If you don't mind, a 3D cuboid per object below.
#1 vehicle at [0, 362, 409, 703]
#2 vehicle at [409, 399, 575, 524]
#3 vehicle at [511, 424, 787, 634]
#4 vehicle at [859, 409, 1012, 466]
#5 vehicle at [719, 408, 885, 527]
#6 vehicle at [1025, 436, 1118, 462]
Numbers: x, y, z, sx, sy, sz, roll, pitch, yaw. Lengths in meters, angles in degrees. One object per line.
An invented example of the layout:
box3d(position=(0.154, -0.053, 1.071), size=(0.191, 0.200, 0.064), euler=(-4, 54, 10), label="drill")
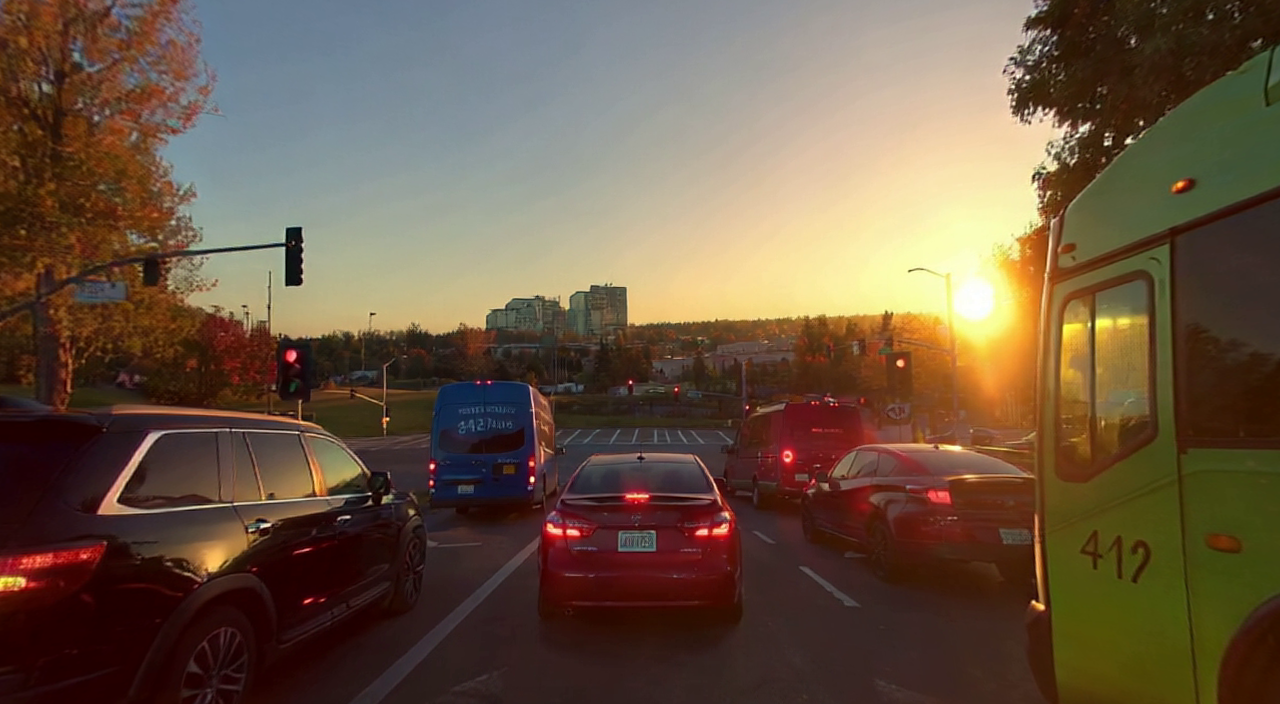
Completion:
box3d(position=(-3.411, 1.181, 4.627), size=(1.921, 1.701, 3.989), euler=(0, -8, 0), label="vehicle")
box3d(position=(-2.929, 2.354, 13.987), size=(2.335, 2.221, 5.165), euler=(0, -8, 1), label="vehicle")
box3d(position=(0.061, 1.548, 6.427), size=(1.976, 1.485, 3.624), euler=(0, -8, 0), label="vehicle")
box3d(position=(17.584, 5.138, 37.926), size=(7.839, 3.213, 2.628), euler=(0, -8, -3), label="vehicle")
box3d(position=(3.142, 2.398, 13.666), size=(2.143, 2.036, 5.367), euler=(0, -8, 0), label="vehicle")
box3d(position=(25.878, 5.819, 37.988), size=(4.229, 1.489, 1.794), euler=(0, -9, -1), label="vehicle")
